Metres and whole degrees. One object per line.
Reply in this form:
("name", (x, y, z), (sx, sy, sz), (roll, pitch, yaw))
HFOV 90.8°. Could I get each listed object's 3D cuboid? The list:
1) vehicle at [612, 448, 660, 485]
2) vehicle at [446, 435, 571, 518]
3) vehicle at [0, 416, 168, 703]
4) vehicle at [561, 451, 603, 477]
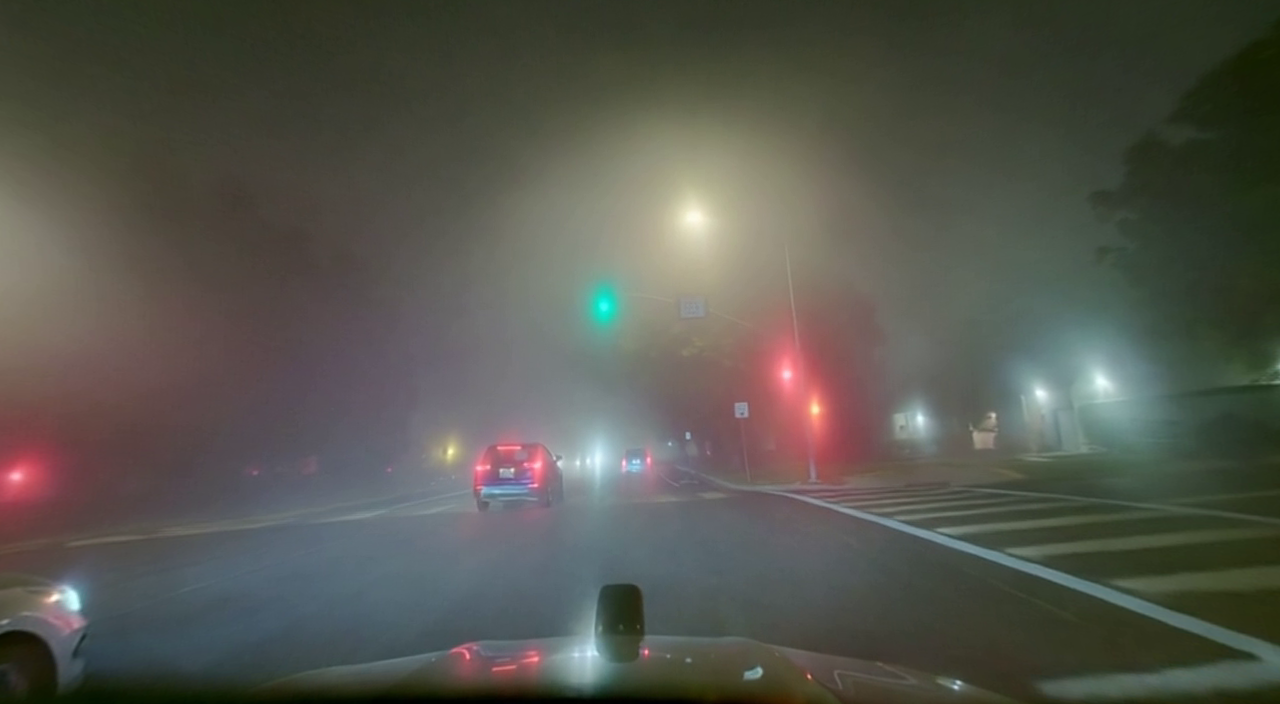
("vehicle", (-0.188, 5.177, 28.848), (2.062, 1.518, 3.901), (-1, -8, -1))
("vehicle", (-3.151, 3.066, 16.168), (2.157, 1.771, 4.452), (-1, -8, 1))
("vehicle", (-3.521, 0.793, 0.998), (1.934, 1.475, 4.741), (-1, -8, -1))
("vehicle", (-3.731, 7.330, 41.448), (2.268, 1.522, 4.350), (-1, -8, 0))
